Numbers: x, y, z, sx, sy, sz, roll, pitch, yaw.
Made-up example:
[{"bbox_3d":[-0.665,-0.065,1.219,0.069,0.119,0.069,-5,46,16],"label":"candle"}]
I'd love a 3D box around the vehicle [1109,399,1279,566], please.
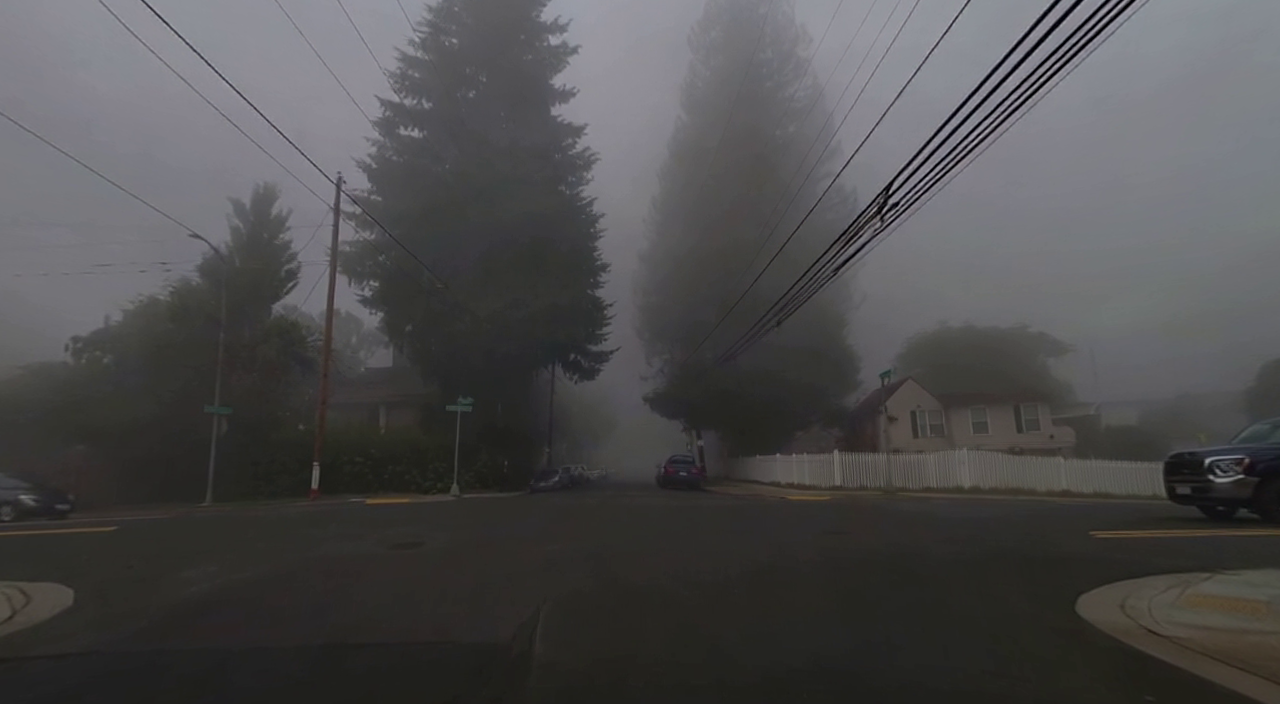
[{"bbox_3d":[9.695,1.688,8.570,4.677,1.949,2.334,-1,-8,3],"label":"vehicle"}]

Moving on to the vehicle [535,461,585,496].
[{"bbox_3d":[-4.296,6.919,34.635,2.189,1.771,4.571,0,-11,-1],"label":"vehicle"}]

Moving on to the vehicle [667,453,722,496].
[{"bbox_3d":[2.582,5.950,31.072,2.051,1.874,4.459,0,-8,-3],"label":"vehicle"}]
